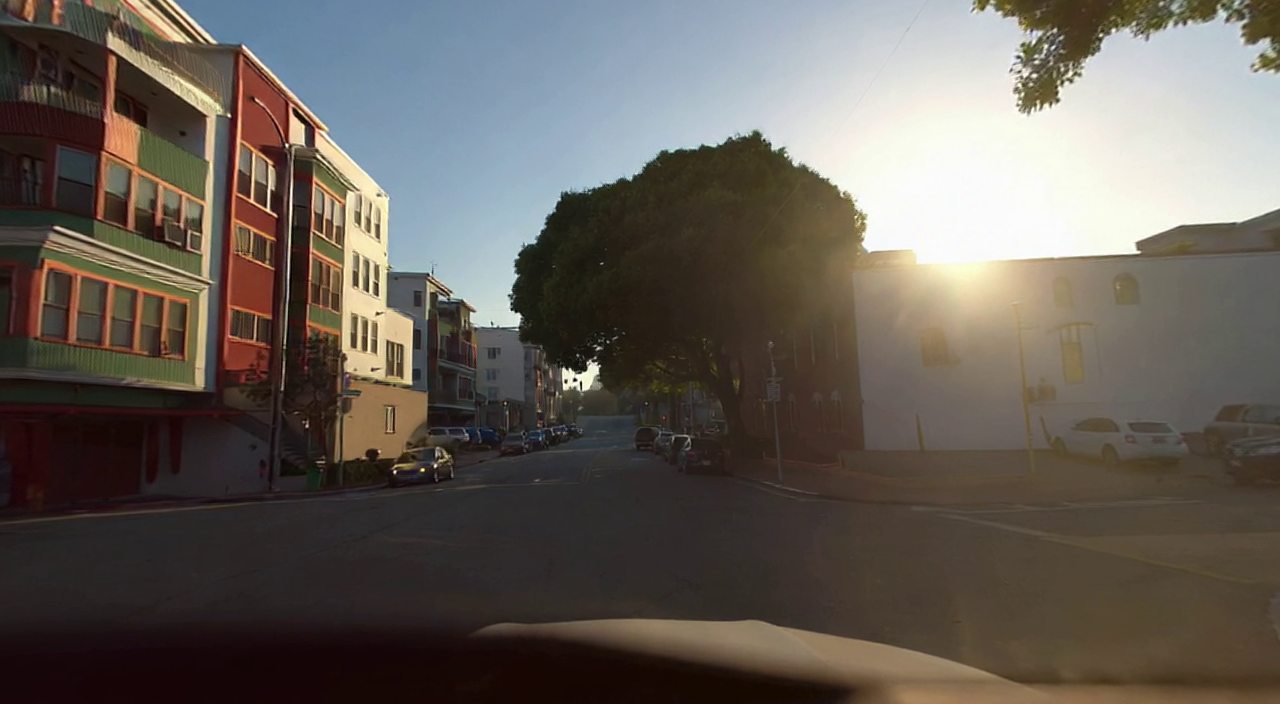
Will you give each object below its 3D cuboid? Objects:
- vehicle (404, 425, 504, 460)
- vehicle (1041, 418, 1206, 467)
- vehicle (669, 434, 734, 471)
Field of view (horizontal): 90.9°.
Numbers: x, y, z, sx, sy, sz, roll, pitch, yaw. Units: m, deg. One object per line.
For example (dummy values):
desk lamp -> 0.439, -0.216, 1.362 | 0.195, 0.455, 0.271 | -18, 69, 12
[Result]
vehicle -> -11.441, 5.591, 38.875 | 5.540, 1.950, 2.113 | 4, -12, -28
vehicle -> 15.330, 2.897, 20.142 | 3.752, 1.453, 1.709 | 0, -9, 2
vehicle -> 2.529, 4.311, 27.153 | 2.290, 1.456, 4.503 | 0, -8, -1
